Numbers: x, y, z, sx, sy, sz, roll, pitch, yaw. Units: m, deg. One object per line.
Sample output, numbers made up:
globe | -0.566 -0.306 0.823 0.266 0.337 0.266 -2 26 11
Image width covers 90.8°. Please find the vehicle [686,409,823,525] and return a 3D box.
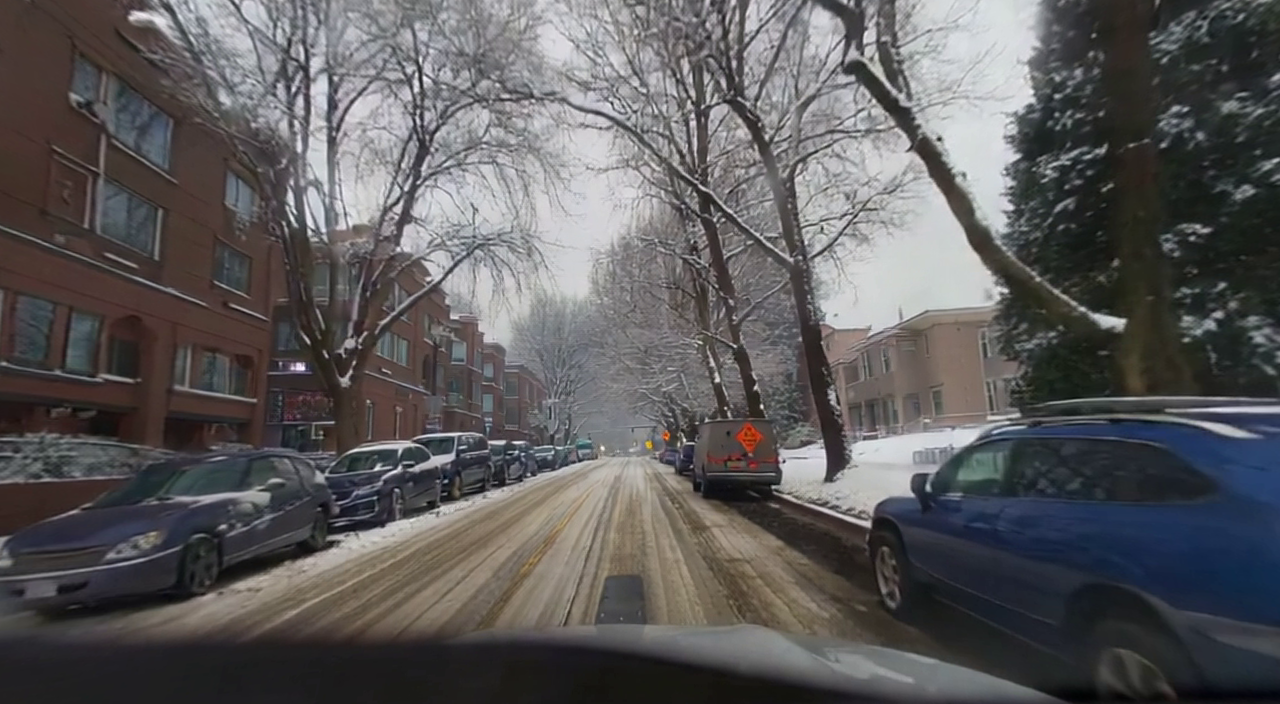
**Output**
vehicle | 2.608 2.665 15.996 2.259 2.119 5.281 0 -2 -3

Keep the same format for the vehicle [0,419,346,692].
vehicle | -5.617 1.839 7.317 2.101 1.646 5.001 -1 -1 -1

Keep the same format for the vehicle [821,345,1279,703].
vehicle | 2.837 1.085 3.656 2.031 1.655 5.148 0 -8 0

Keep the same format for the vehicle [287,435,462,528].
vehicle | -5.648 2.763 14.210 1.838 1.725 4.660 0 -8 1
